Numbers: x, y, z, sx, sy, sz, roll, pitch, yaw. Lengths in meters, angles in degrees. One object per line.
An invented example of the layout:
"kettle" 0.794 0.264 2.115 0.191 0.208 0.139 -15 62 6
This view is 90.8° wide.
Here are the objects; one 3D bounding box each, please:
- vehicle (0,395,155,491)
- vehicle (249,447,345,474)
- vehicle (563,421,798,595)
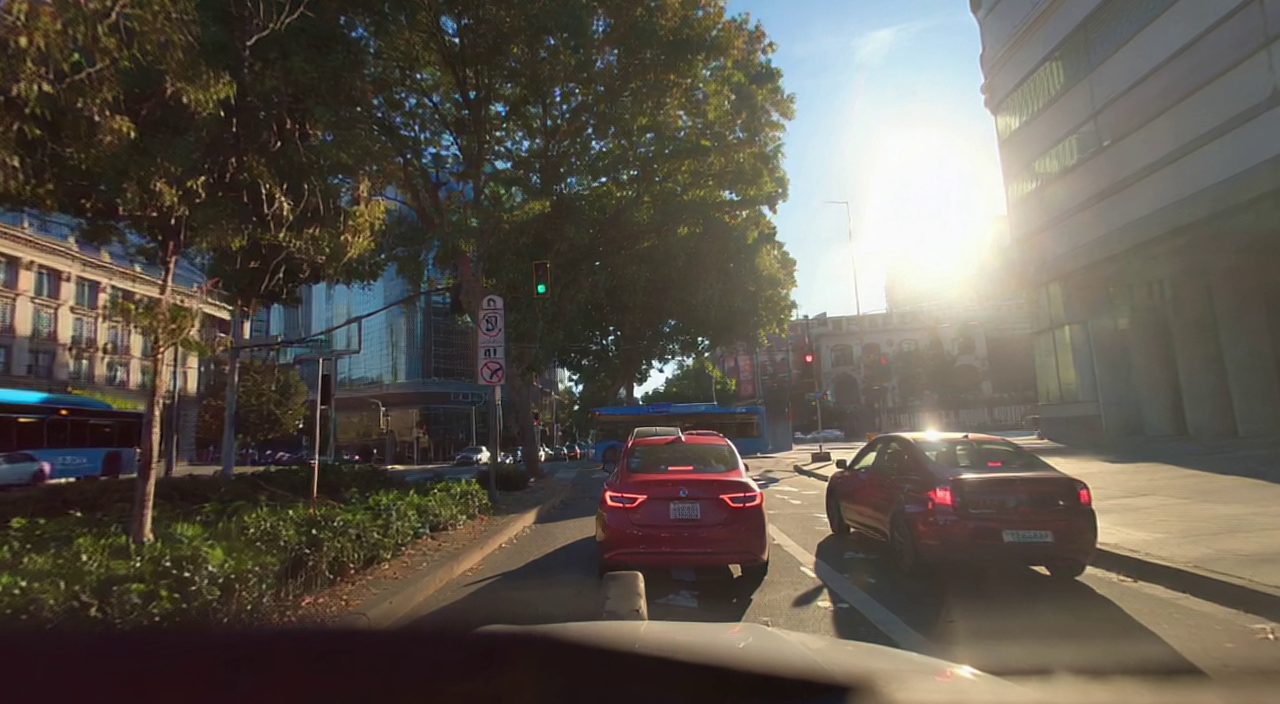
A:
"vehicle" -25.931 3.653 25.337 2.692 3.685 10.153 -3 -9 20
"vehicle" -20.289 6.387 37.605 1.883 1.461 4.830 -4 -9 23
"vehicle" 0.383 1.625 7.386 2.006 1.470 3.799 0 -8 1
